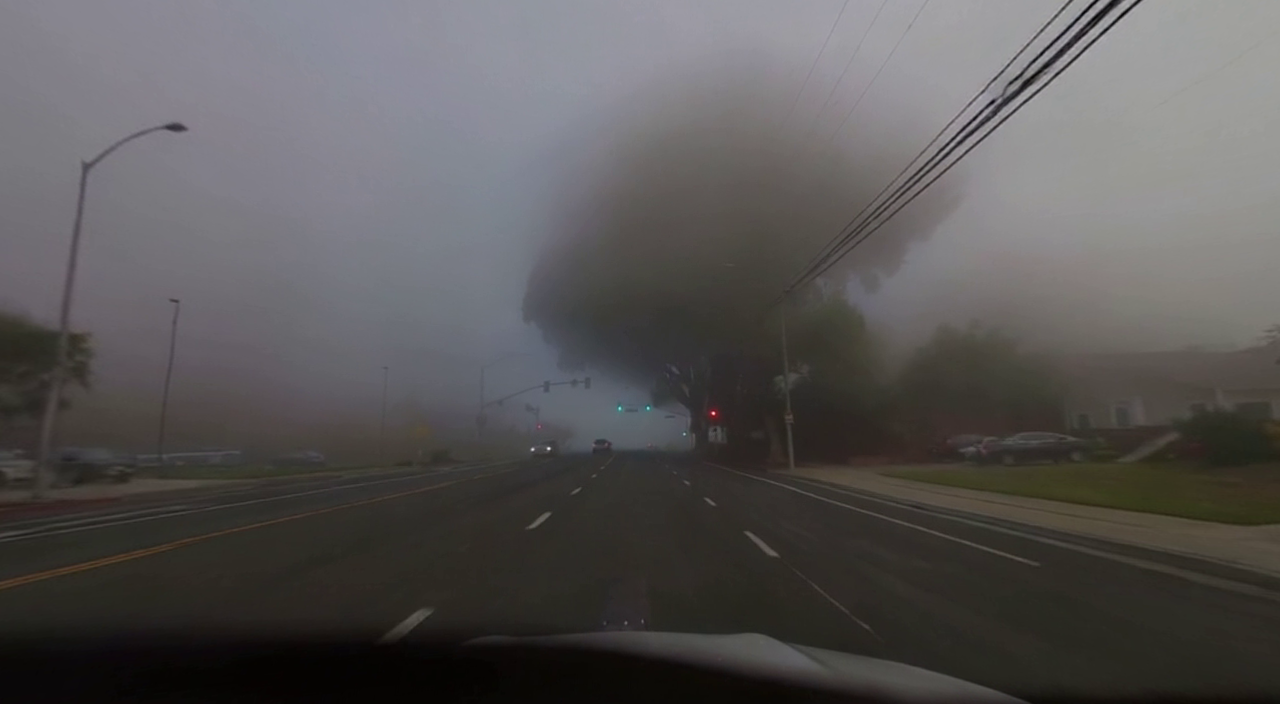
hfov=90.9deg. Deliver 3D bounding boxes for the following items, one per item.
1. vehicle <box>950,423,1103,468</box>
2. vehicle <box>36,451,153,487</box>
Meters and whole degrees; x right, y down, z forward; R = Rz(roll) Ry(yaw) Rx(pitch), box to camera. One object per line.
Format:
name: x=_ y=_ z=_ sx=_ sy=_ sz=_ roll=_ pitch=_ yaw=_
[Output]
vehicle: x=15.117 y=3.693 z=24.873 sx=4.625 sy=1.467 sz=1.991 roll=-3 pitch=-8 yaw=2
vehicle: x=-22.816 y=4.892 z=26.453 sx=3.309 sy=1.386 sz=1.573 roll=1 pitch=-9 yaw=-5
